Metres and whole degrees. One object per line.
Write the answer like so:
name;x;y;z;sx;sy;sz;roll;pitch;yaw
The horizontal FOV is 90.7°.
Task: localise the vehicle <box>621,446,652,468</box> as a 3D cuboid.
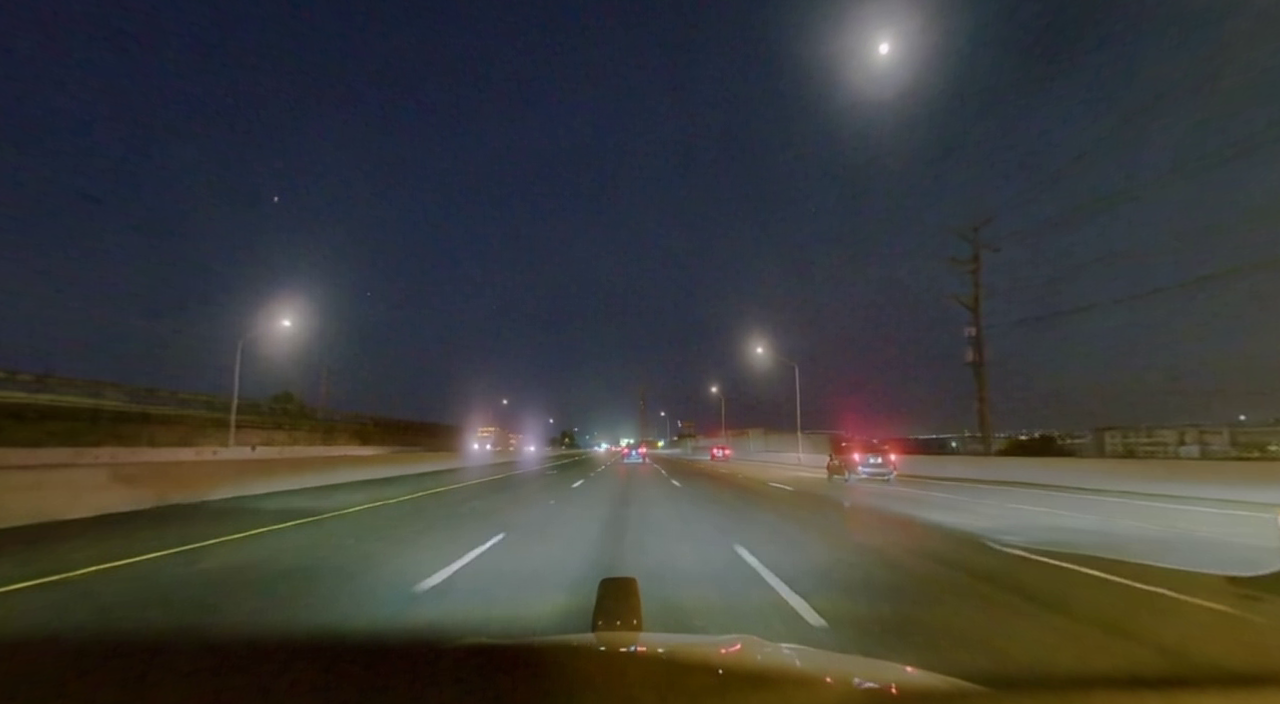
vehicle;-0.297;7.451;45.204;2.109;1.489;4.027;0;-8;-1
